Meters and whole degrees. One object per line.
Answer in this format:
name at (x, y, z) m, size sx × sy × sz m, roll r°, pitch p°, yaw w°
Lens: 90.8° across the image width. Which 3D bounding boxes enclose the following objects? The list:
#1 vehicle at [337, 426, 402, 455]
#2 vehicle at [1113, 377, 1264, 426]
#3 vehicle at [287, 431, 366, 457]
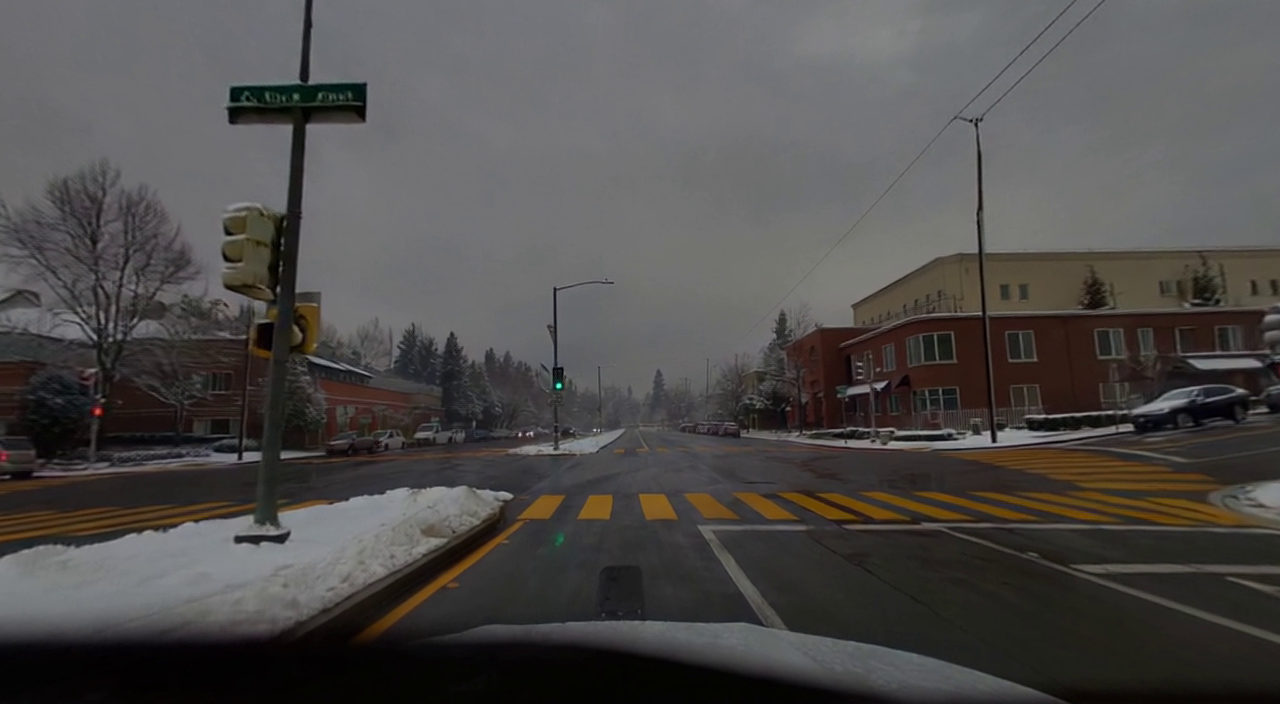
vehicle at (-18.383, 6.075, 43.241) m, size 2.225 × 1.871 × 5.189 m, roll 0°, pitch -9°, yaw 0°
vehicle at (22.280, 1.990, 25.774) m, size 4.531 × 1.753 × 1.964 m, roll -2°, pitch -2°, yaw -5°
vehicle at (-18.165, 5.388, 36.900) m, size 1.939 × 1.430 × 5.533 m, roll 0°, pitch -9°, yaw -2°
